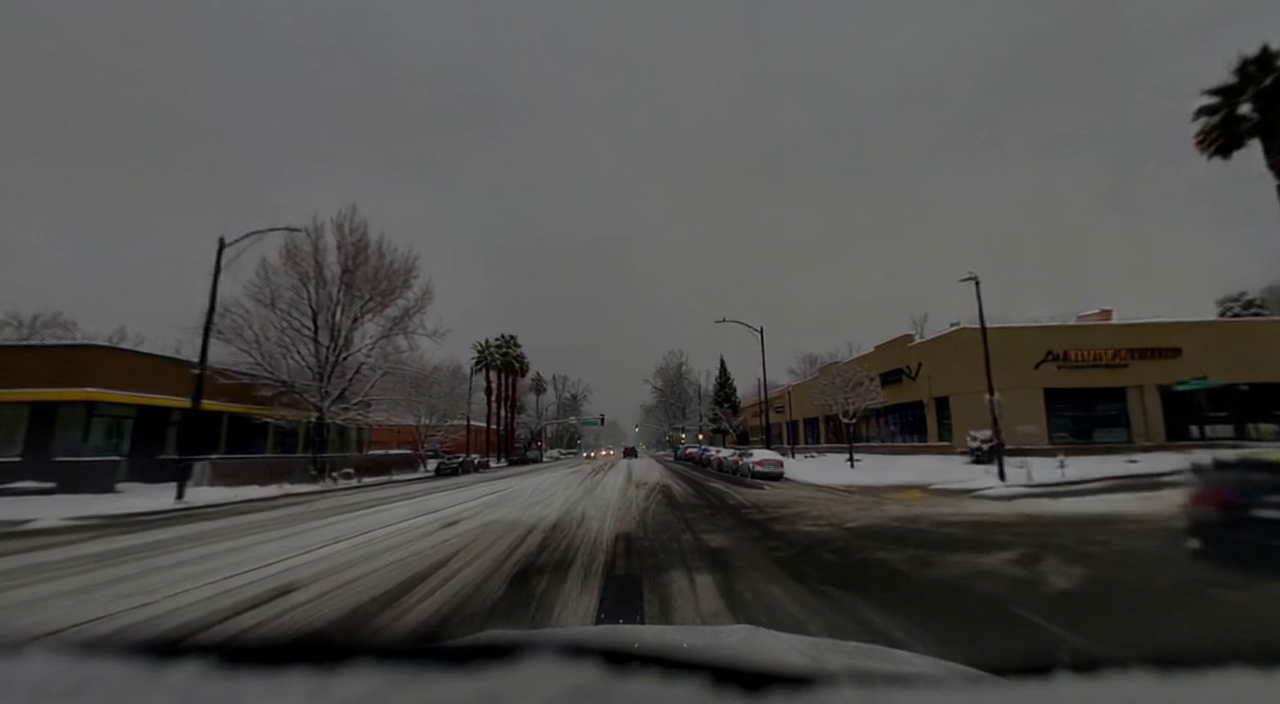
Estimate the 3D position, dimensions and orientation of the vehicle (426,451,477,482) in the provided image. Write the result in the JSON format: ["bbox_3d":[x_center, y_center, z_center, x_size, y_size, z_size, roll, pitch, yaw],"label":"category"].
[{"bbox_3d":[-13.023,7.890,43.930,1.975,1.570,5.265,-8,-7,-3],"label":"vehicle"}]

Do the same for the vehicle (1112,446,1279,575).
[{"bbox_3d":[8.787,2.150,9.382,2.067,1.477,4.653,-8,-12,44],"label":"vehicle"}]

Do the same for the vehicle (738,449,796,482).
[{"bbox_3d":[6.364,5.701,32.136,1.840,1.503,4.760,0,-8,-1],"label":"vehicle"}]
